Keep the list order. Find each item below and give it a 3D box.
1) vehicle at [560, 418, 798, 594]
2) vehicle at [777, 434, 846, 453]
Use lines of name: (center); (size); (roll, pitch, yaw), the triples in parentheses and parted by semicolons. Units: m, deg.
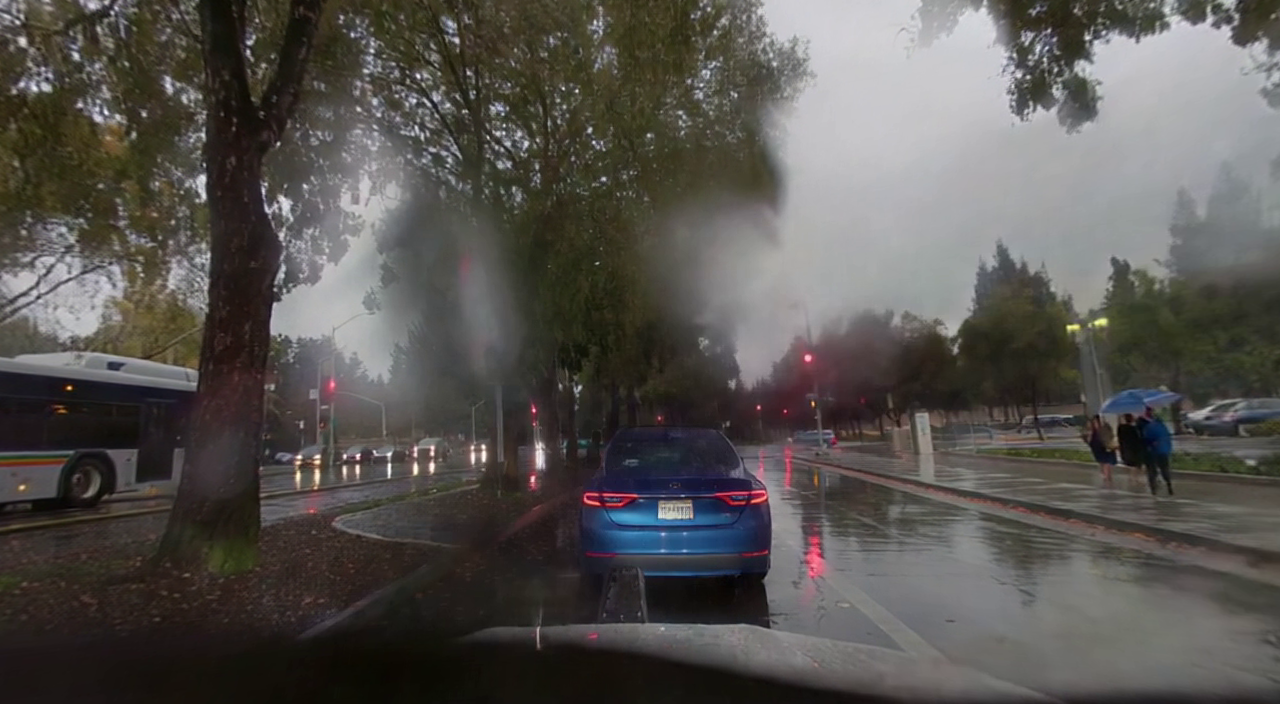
vehicle: (0.370, 1.610, 7.391); (2.035, 1.499, 3.799); (0, -8, 1)
vehicle: (13.342, 7.138, 49.311); (4.830, 1.461, 1.883); (0, -8, 2)
